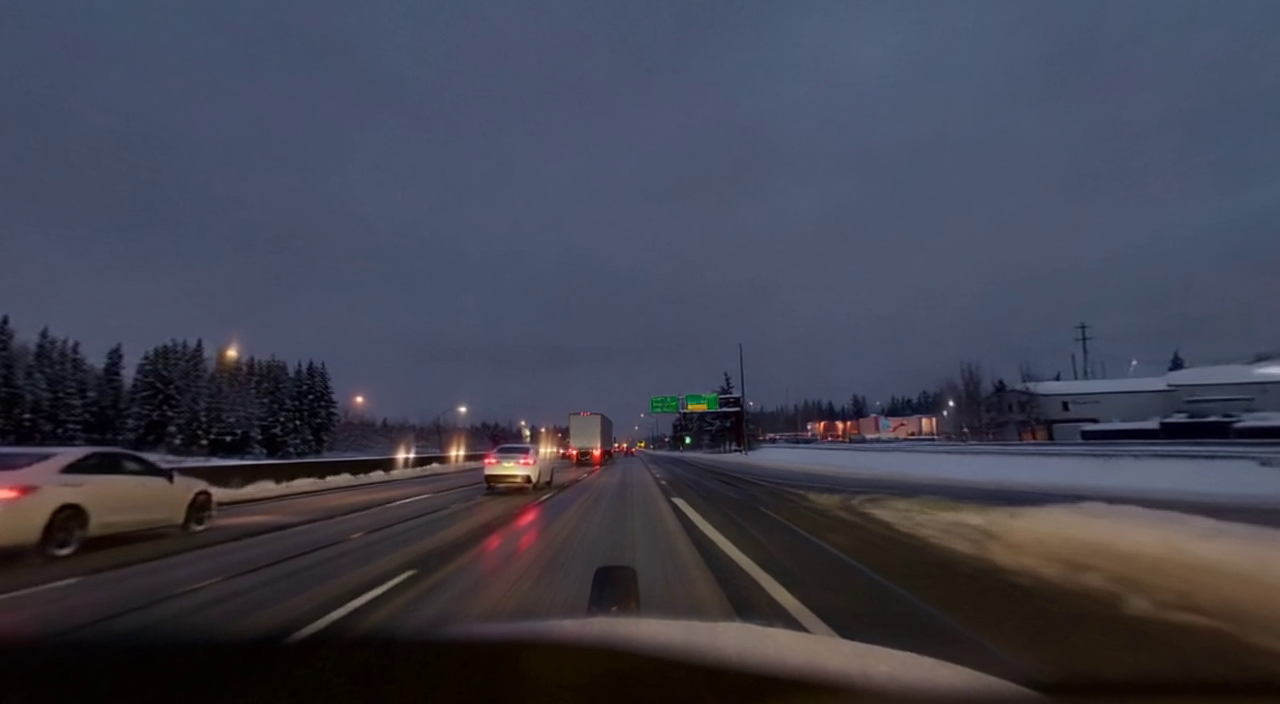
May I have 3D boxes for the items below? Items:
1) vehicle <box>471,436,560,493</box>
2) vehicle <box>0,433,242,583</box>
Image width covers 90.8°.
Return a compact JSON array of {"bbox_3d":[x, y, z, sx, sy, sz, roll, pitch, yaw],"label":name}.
[{"bbox_3d":[-3.932,3.618,20.641,2.033,1.669,4.112,0,-9,0],"label":"vehicle"},{"bbox_3d":[-7.420,1.799,7.857,2.026,1.477,4.467,0,-9,0],"label":"vehicle"}]
